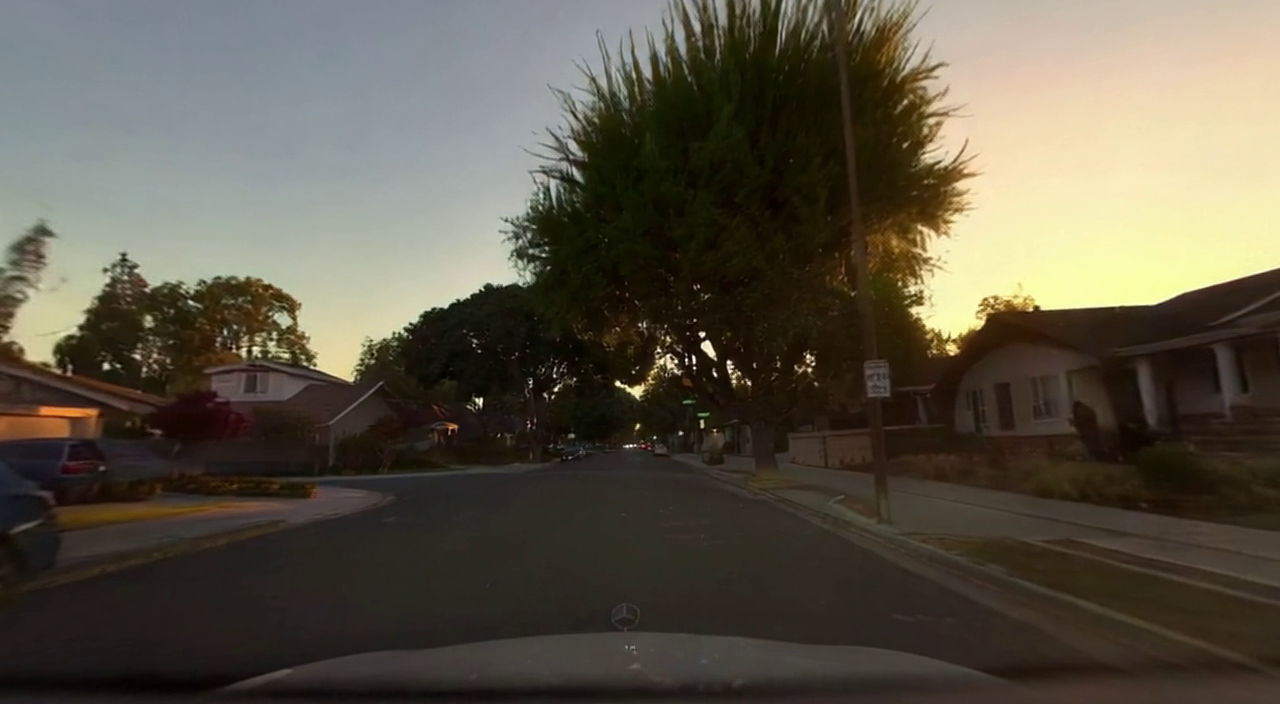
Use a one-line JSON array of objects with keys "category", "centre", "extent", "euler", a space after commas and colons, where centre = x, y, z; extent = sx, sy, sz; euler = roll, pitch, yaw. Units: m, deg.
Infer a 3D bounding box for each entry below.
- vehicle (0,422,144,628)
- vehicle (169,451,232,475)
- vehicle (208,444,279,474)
[{"category": "vehicle", "centre": [-6.485, 1.321, 4.350], "extent": [2.078, 1.745, 5.119], "euler": [0, -9, -2]}, {"category": "vehicle", "centre": [-30.730, 7.743, 44.338], "extent": [1.858, 1.538, 4.217], "euler": [1, -9, -8]}, {"category": "vehicle", "centre": [-27.894, 7.523, 44.670], "extent": [1.906, 2.020, 5.006], "euler": [0, -9, -3]}]
